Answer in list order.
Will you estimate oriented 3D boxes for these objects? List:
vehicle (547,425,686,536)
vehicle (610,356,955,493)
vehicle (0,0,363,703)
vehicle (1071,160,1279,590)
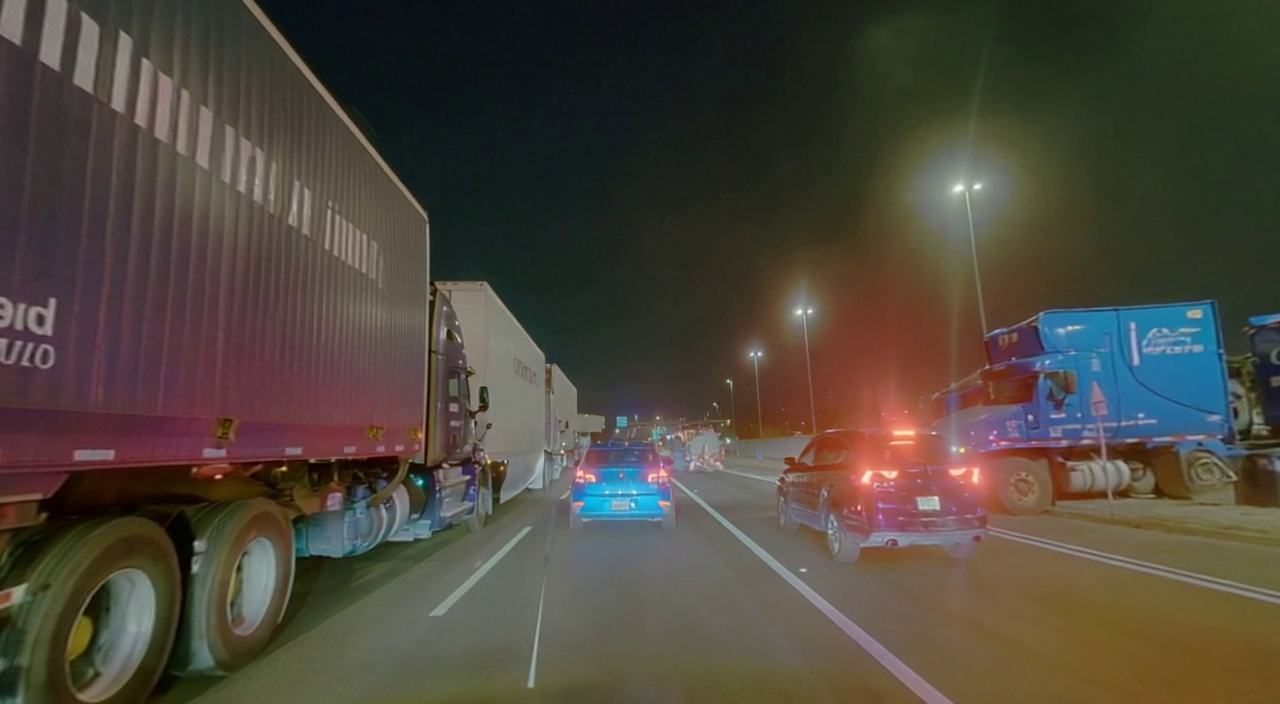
[{"bbox_3d":[-0.401,2.304,11.732,2.140,1.682,3.971,0,-9,-1],"label":"vehicle"},{"bbox_3d":[4.475,3.131,25.420,2.877,4.124,14.516,4,-10,-41],"label":"vehicle"},{"bbox_3d":[-3.962,-0.128,1.071,2.986,3.391,9.523,0,-9,-3],"label":"vehicle"},{"bbox_3d":[11.162,-0.264,3.684,13.564,4.152,3.110,-9,-12,42],"label":"vehicle"}]
